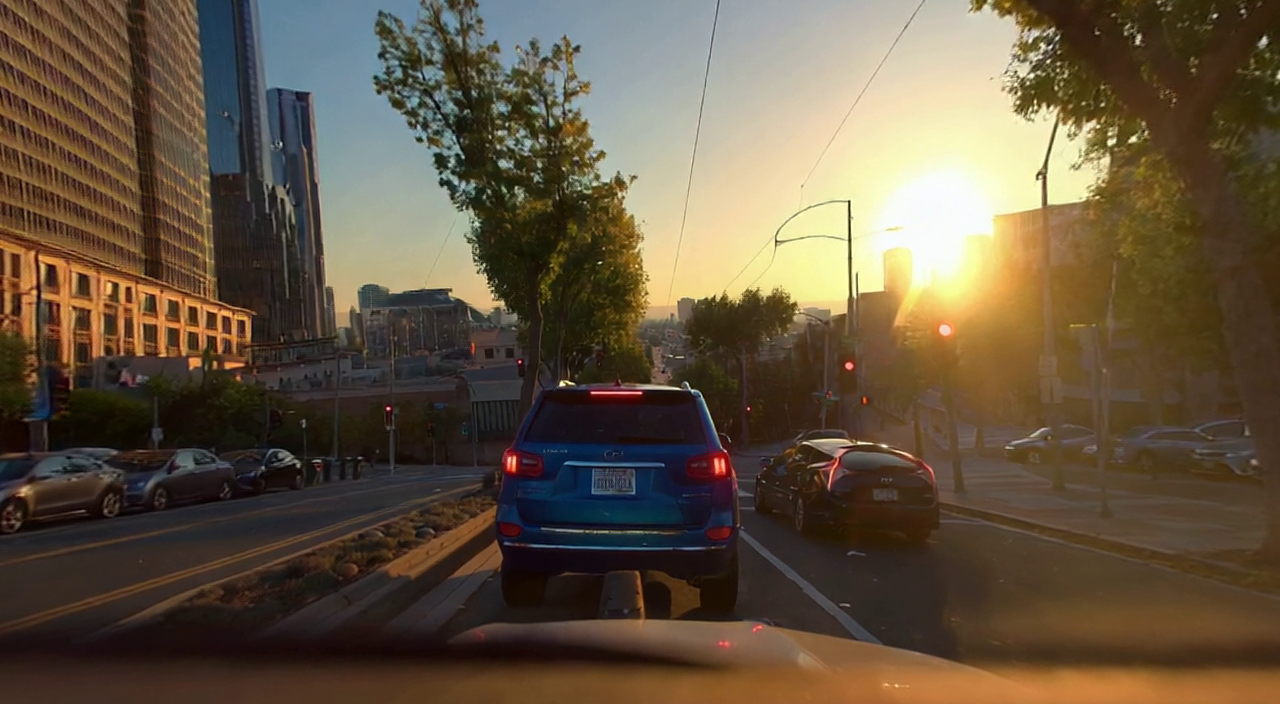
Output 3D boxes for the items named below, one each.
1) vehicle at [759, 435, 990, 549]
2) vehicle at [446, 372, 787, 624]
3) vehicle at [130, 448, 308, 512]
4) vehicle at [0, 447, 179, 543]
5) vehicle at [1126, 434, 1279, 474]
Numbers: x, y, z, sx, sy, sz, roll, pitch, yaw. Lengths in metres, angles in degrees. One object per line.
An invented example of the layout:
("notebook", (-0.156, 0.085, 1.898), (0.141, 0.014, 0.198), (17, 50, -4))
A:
("vehicle", (3.349, 2.078, 10.031), (2.056, 1.422, 4.130), (0, -8, -1))
("vehicle", (-0.157, 1.366, 6.767), (2.453, 1.816, 4.300), (0, -8, 0))
("vehicle", (-12.490, 3.778, 19.130), (2.207, 1.648, 4.675), (0, -8, -1))
("vehicle", (-12.546, 2.908, 13.455), (1.891, 1.723, 4.360), (0, -8, 1))
("vehicle", (22.160, 4.034, 24.962), (4.055, 1.469, 1.848), (-4, -9, 26))
